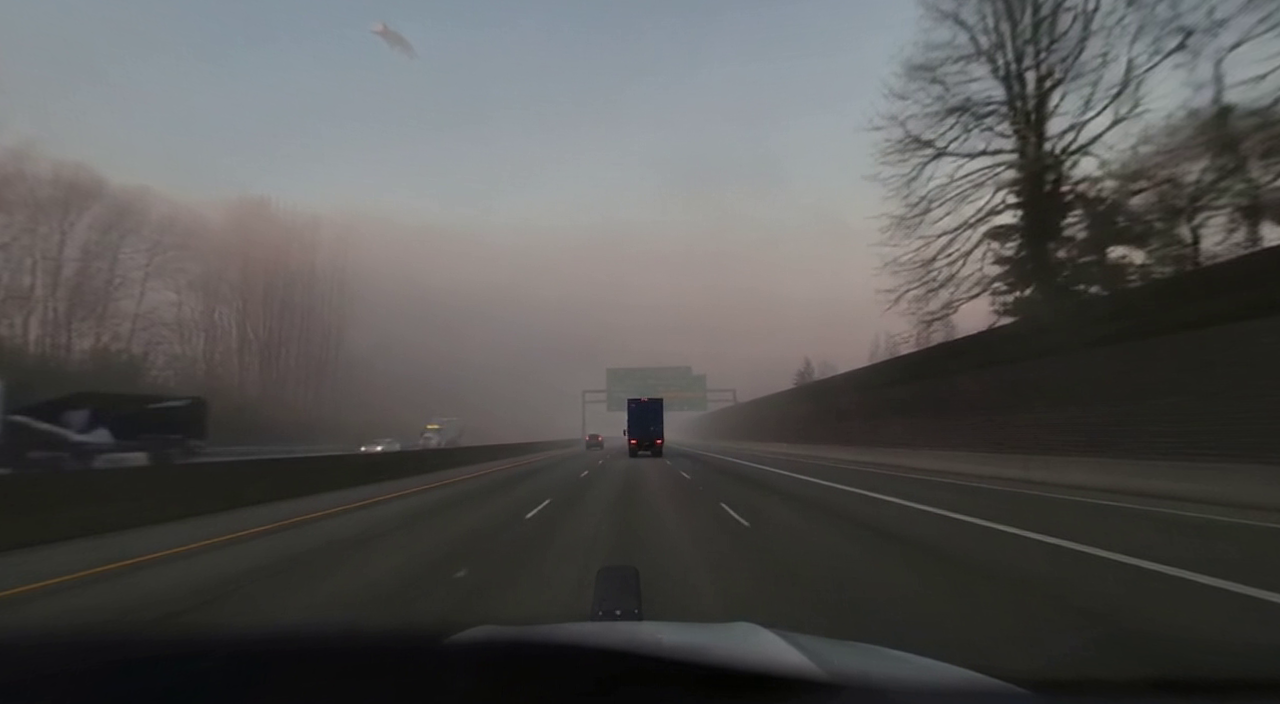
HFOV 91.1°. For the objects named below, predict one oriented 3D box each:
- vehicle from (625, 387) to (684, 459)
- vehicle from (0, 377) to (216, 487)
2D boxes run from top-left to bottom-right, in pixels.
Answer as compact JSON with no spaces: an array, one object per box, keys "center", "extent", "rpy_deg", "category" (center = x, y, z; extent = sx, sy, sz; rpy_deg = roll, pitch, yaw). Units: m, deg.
[{"center":[0.604,5.083,43.301],"extent":[2.965,3.972,16.689],"rpy_deg":[0,-8,-2],"category":"vehicle"},{"center":[-25.848,3.739,29.011],"extent":[2.952,4.139,14.015],"rpy_deg":[0,-8,-1],"category":"vehicle"}]
